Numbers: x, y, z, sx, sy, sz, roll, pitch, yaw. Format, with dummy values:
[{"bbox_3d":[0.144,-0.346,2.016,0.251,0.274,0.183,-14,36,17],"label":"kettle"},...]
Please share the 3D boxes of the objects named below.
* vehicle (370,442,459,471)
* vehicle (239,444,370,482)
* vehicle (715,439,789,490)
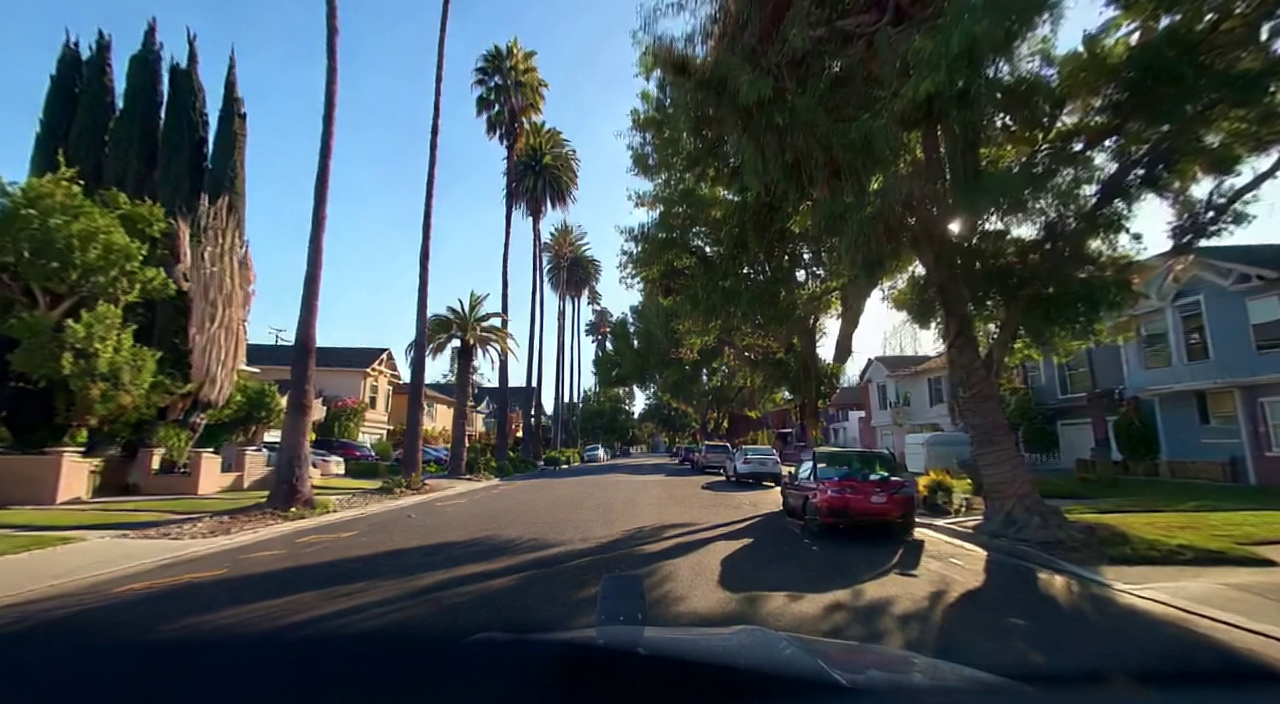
[{"bbox_3d":[-13.234,6.155,37.317,4.448,1.679,1.972,0,-9,2],"label":"vehicle"},{"bbox_3d":[-13.529,4.476,25.647,4.250,1.469,1.817,0,-9,3],"label":"vehicle"},{"bbox_3d":[4.217,4.306,24.613,1.971,1.663,5.076,2,-9,1],"label":"vehicle"}]
